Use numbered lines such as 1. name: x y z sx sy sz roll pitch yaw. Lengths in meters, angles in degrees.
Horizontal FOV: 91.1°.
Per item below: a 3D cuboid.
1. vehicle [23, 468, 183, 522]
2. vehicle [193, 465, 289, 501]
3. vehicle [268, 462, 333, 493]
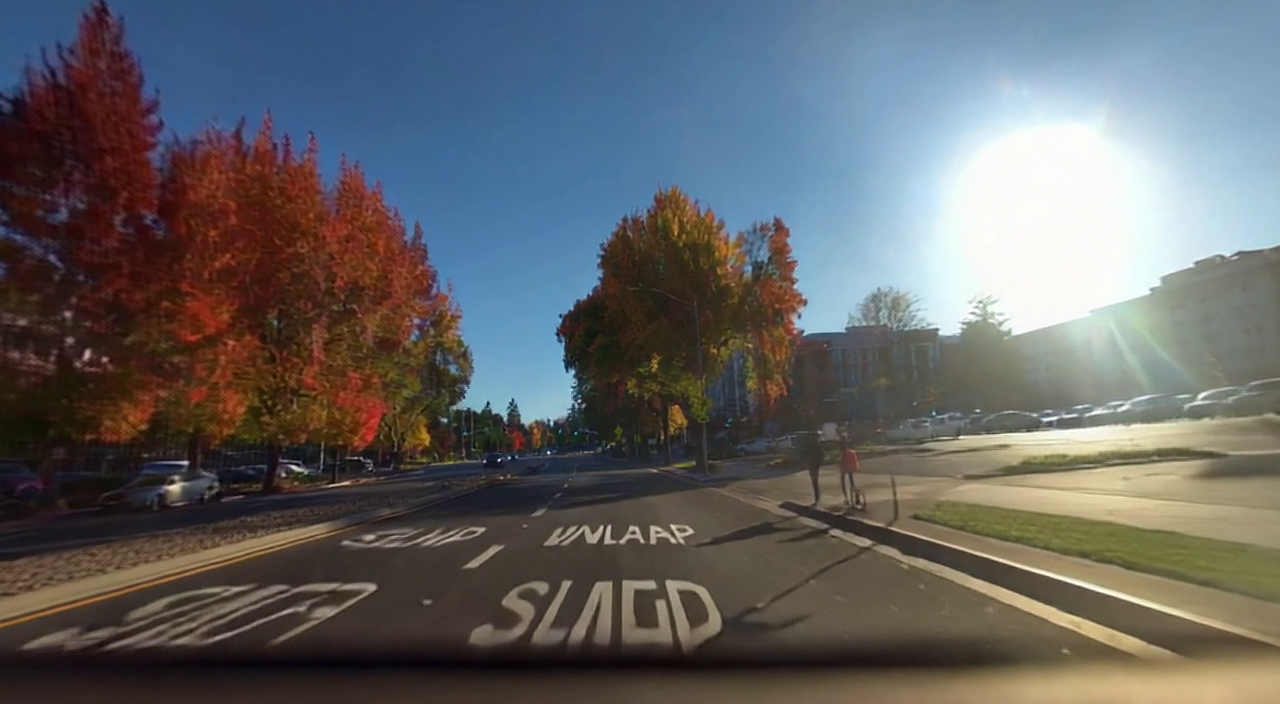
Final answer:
1. vehicle: -18.769 4.970 22.284 1.956 1.550 4.375 0 -9 -3
2. vehicle: -19.444 6.388 30.865 1.887 1.490 4.432 0 -9 -2
3. vehicle: -20.016 7.369 37.175 1.896 1.495 4.108 -4 -9 -6
